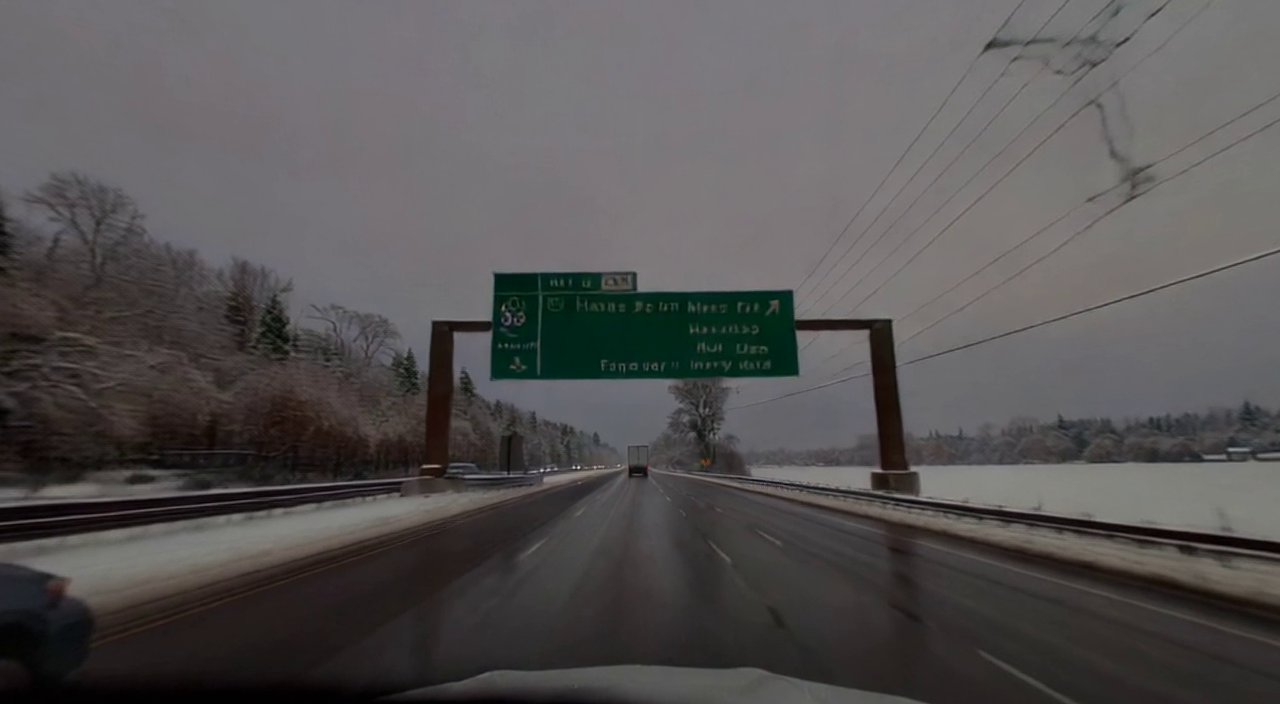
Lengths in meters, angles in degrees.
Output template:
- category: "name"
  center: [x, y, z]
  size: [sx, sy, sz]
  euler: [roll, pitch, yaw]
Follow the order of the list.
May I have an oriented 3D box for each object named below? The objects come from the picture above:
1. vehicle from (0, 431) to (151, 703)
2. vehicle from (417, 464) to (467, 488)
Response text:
- category: "vehicle"
  center: [-4.070, 0.831, 1.484]
  size: [2.000, 1.462, 4.721]
  euler: [1, -10, 0]
- category: "vehicle"
  center: [-12.014, 7.556, 38.511]
  size: [1.731, 1.369, 3.999]
  euler: [1, -11, 0]
